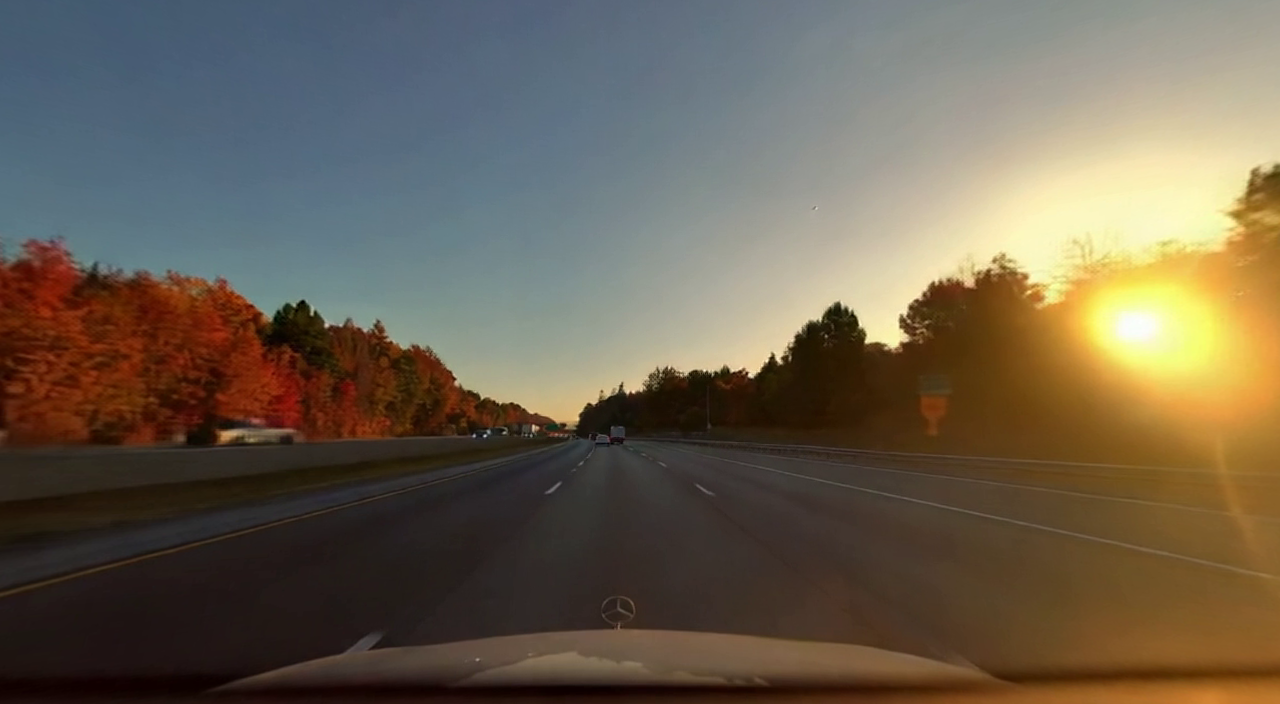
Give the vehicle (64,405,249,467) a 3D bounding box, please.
[{"bbox_3d":[-14.187,2.527,18.894,2.070,1.625,4.519,0,-8,-2],"label":"vehicle"}]
